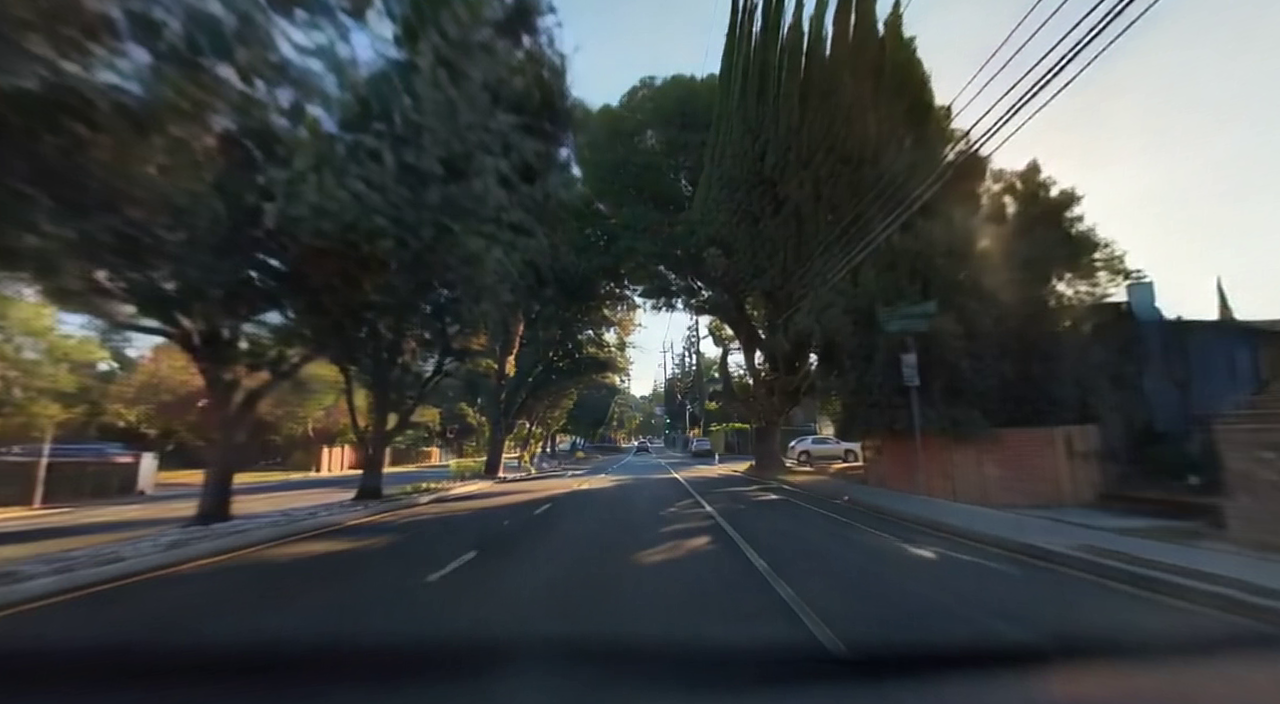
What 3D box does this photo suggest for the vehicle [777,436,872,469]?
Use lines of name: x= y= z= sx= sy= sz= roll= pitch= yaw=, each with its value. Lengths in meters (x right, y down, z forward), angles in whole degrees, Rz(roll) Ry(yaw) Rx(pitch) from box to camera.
vehicle: x=9.778 y=5.350 z=33.695 sx=4.387 sy=1.680 sz=1.958 roll=1 pitch=-9 yaw=-4
